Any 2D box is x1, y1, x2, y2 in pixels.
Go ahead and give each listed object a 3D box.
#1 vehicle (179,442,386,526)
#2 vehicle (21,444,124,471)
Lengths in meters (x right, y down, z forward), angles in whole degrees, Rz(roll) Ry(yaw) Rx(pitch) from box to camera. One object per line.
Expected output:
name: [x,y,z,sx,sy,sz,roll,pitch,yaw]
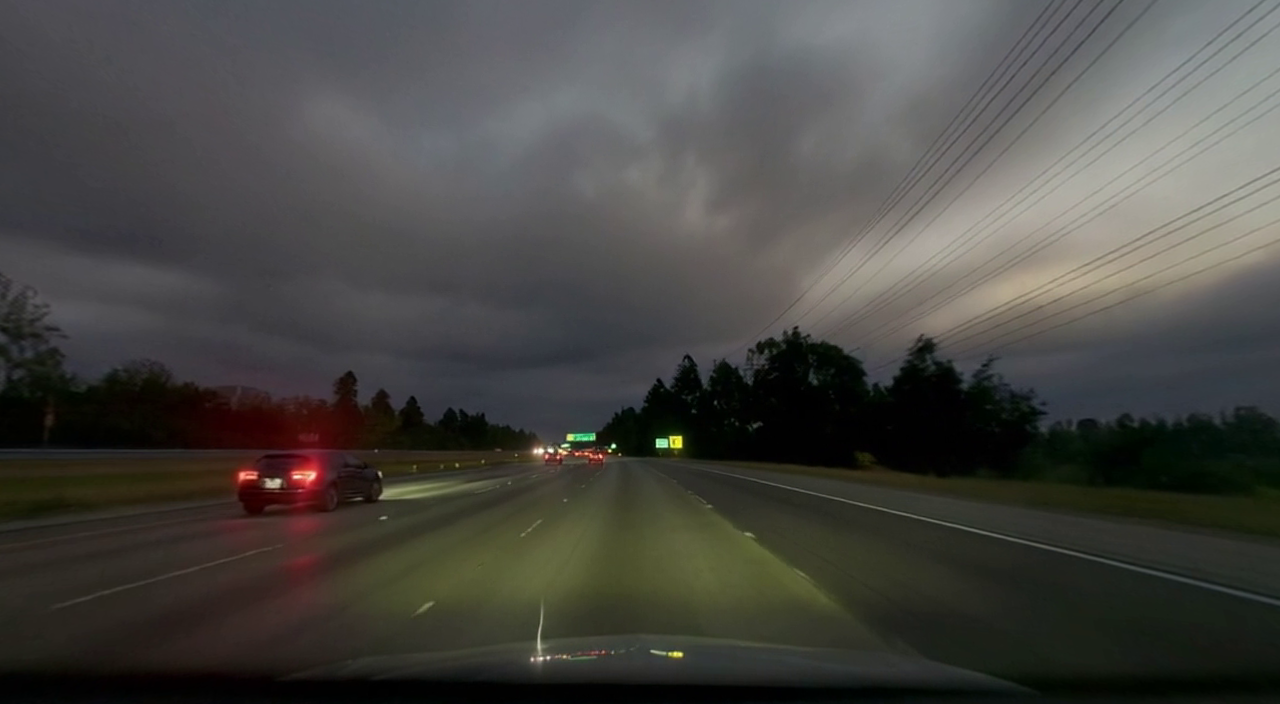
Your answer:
vehicle: [-7.435,2.760,13.731,1.999,1.527,4.238,0,-9,0]
vehicle: [-33.335,6.205,37.222,1.816,1.505,4.663,0,-9,-2]
